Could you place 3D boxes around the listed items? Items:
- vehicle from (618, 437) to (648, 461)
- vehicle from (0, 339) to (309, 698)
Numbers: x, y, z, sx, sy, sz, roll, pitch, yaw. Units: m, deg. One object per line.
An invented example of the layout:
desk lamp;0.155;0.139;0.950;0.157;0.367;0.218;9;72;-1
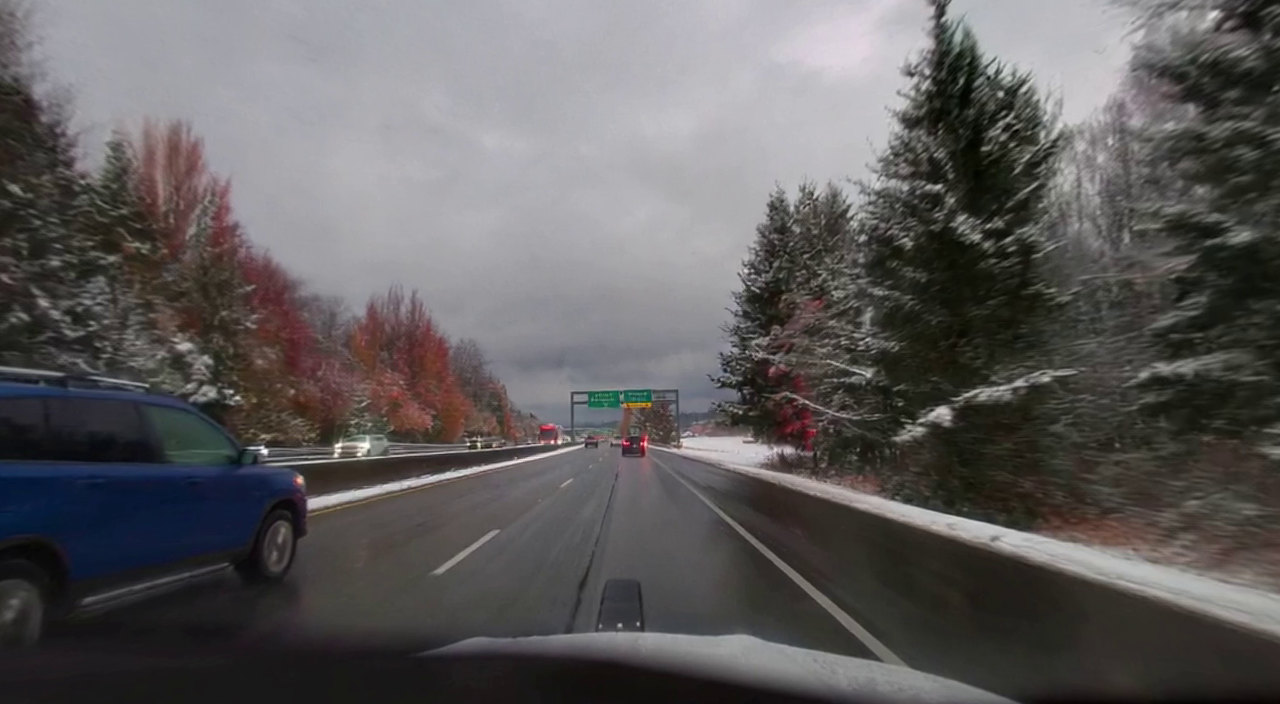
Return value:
vehicle;-0.488;6.429;41.746;1.939;1.497;3.863;0;-8;-1
vehicle;-4.055;0.892;3.647;1.924;1.720;4.195;0;-8;1
